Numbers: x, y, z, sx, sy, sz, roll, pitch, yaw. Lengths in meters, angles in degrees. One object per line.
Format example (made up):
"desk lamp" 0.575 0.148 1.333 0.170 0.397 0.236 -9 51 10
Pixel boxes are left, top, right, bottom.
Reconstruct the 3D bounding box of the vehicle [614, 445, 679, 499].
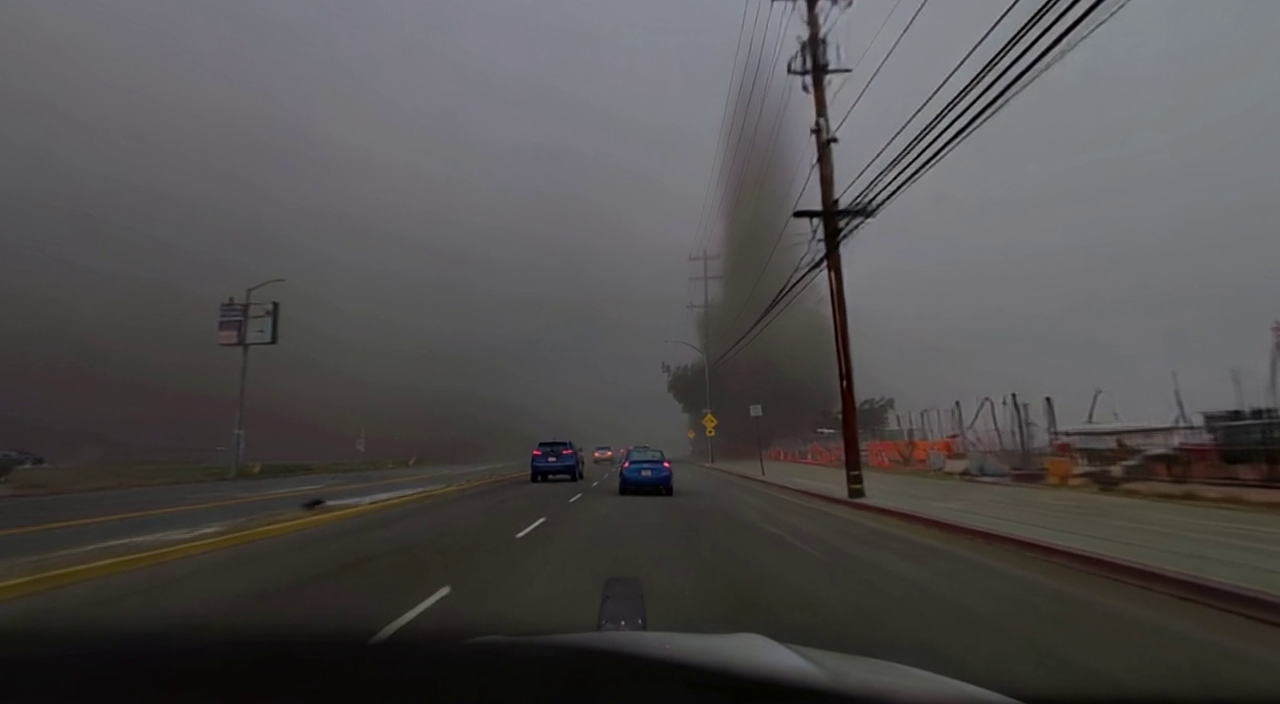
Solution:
"vehicle" 0.201 4.092 21.864 2.059 1.691 3.980 0 -8 0

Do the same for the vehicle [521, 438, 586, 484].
"vehicle" -3.640 4.662 27.259 2.078 1.804 4.387 0 -8 2

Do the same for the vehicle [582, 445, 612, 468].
"vehicle" -3.317 8.106 48.949 1.910 1.713 4.786 0 -8 1
